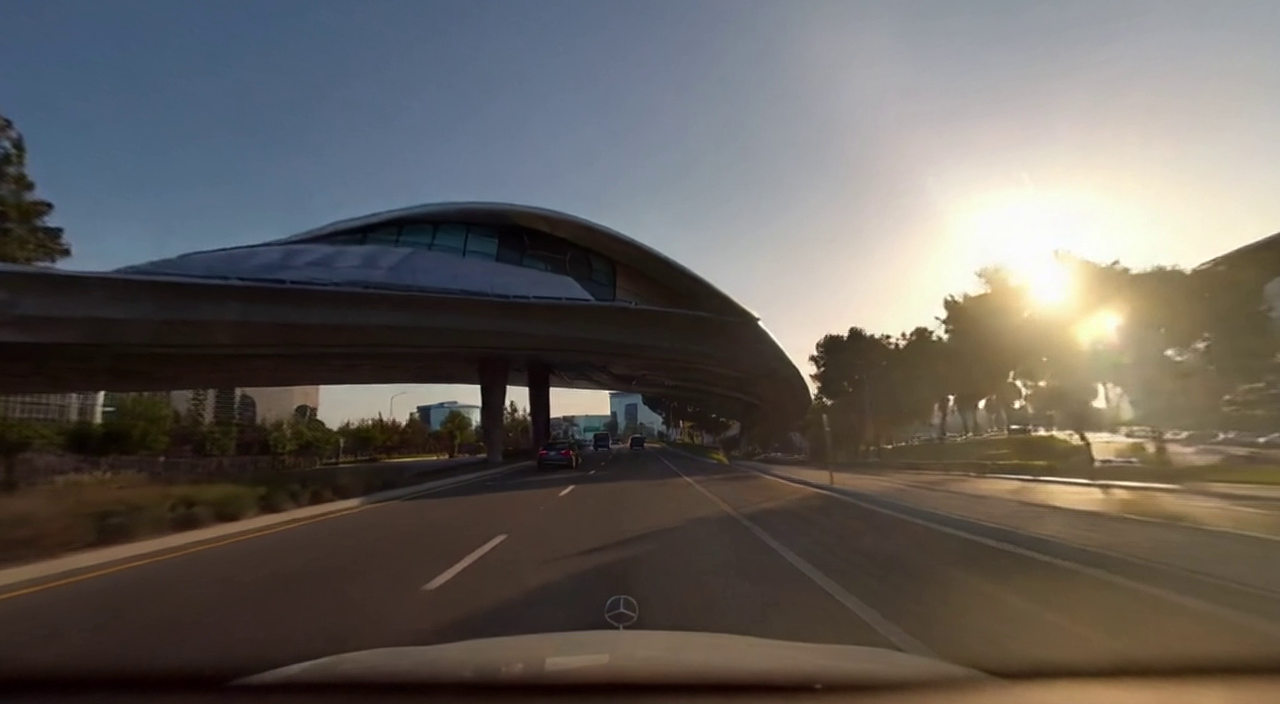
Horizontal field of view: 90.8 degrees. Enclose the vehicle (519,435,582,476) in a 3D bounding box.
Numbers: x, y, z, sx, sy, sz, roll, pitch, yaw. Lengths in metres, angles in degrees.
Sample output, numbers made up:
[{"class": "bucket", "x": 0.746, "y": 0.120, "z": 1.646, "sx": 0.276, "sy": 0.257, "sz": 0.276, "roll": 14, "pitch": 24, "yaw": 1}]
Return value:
[{"class": "vehicle", "x": -3.662, "y": 4.329, "z": 26.727, "sx": 1.984, "sy": 1.521, "sz": 4.682, "roll": -1, "pitch": -8, "yaw": 0}]
